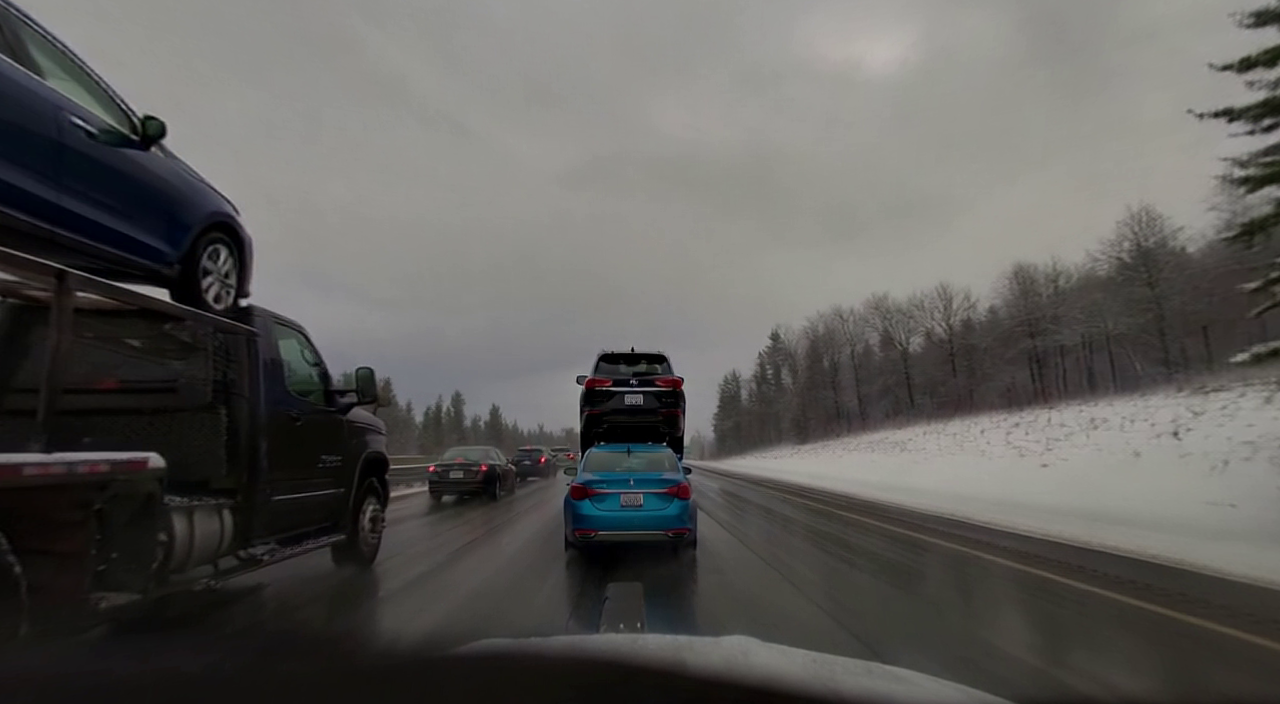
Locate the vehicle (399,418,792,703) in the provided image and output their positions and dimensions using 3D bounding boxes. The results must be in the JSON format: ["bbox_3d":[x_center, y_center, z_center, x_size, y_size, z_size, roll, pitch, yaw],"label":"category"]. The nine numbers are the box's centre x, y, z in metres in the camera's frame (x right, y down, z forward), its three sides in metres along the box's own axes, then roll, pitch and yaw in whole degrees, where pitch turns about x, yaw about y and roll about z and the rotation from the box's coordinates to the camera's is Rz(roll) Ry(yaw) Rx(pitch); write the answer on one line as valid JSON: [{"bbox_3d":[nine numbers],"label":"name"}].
[{"bbox_3d":[-0.268,1.362,4.977,1.991,1.507,3.391,0,-9,-2],"label":"vehicle"}]

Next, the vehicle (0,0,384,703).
[{"bbox_3d":[-4.556,0.184,4.474,2.963,3.836,6.016,0,-9,-2],"label":"vehicle"}]
